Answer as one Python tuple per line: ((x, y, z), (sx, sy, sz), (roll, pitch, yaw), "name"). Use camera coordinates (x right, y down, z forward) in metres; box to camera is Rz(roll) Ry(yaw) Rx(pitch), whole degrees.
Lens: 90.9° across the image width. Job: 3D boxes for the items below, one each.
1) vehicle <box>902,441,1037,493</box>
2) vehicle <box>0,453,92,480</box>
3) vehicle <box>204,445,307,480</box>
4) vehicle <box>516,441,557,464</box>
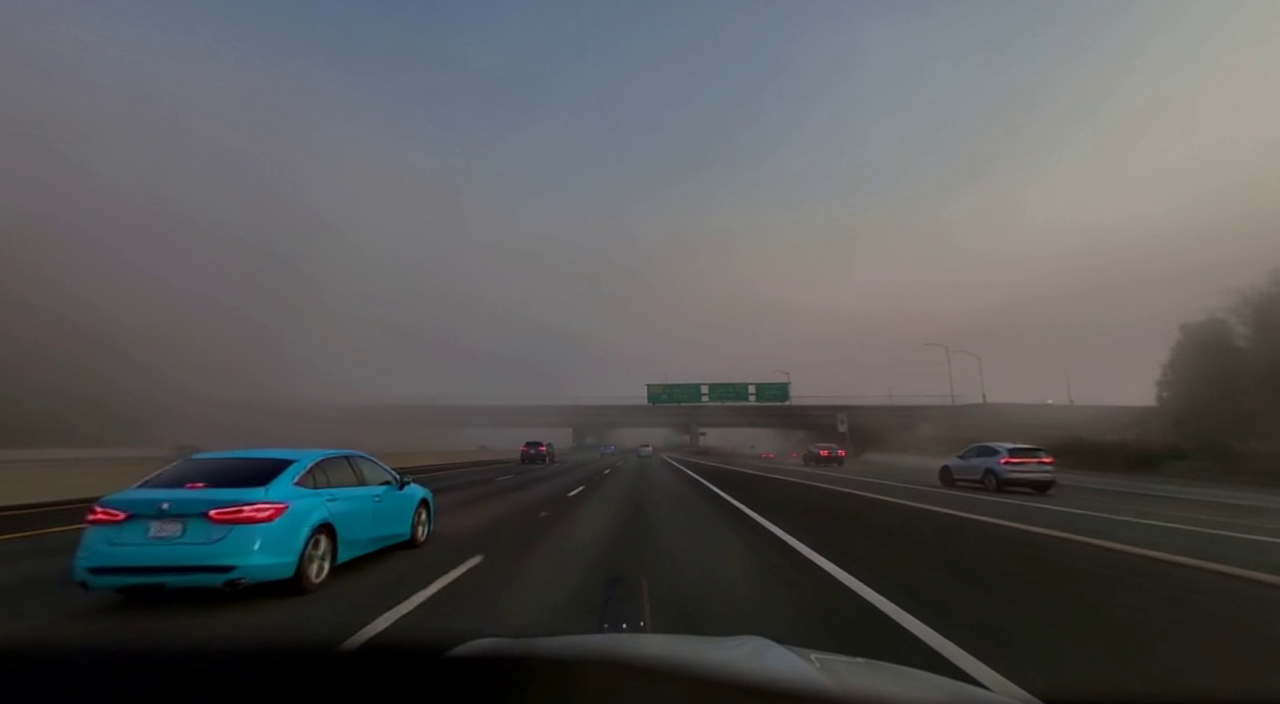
((10.597, 3.688, 20.696), (2.000, 1.515, 4.188), (0, -8, -3), "vehicle")
((-37.182, 7.075, 39.198), (1.896, 1.458, 4.710), (-1, -8, 2), "vehicle")
((-17.469, 5.007, 28.957), (1.849, 1.463, 4.400), (0, -8, 2), "vehicle")
((-6.973, 6.833, 42.991), (1.987, 1.486, 4.174), (0, -8, 2), "vehicle")
